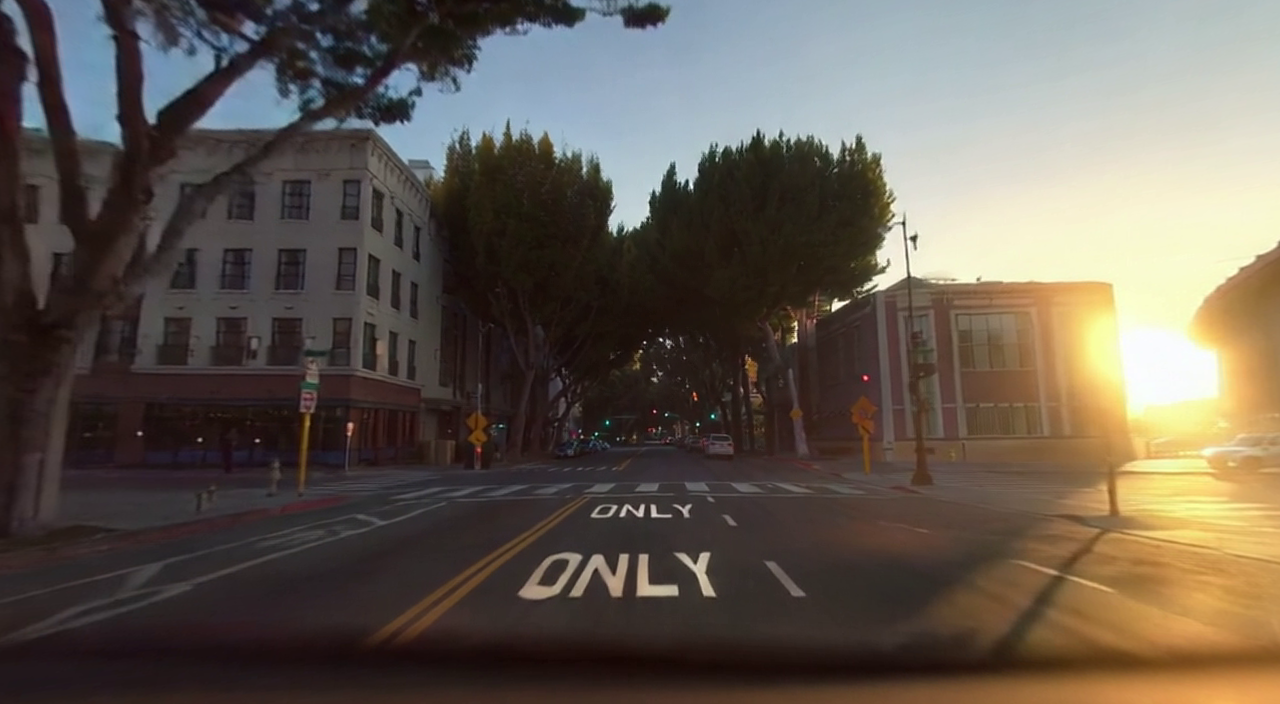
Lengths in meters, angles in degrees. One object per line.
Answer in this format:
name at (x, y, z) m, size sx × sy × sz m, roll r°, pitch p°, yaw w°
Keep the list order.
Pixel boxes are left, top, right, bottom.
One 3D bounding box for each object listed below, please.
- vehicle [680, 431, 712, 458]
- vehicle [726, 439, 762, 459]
vehicle at (4.154, 6.936, 47.218) m, size 1.971 × 1.919 × 4.748 m, roll 0°, pitch -8°, yaw 0°
vehicle at (8.163, 7.629, 49.812) m, size 1.997 × 1.510 × 4.455 m, roll 0°, pitch -8°, yaw -1°
